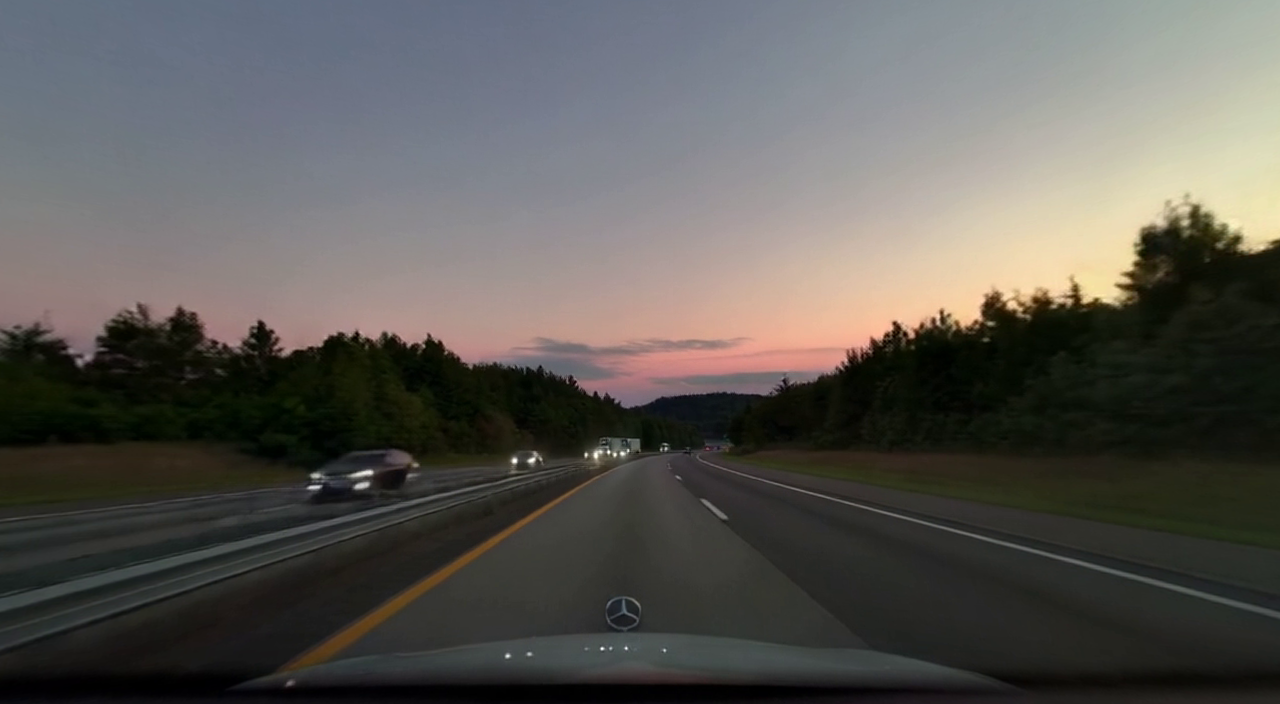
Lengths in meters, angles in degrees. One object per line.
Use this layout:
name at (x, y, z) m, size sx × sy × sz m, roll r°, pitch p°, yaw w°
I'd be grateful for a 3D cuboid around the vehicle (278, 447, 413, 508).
vehicle at (-9.100, 3.870, 20.027) m, size 1.956 × 1.670 × 4.696 m, roll 0°, pitch -9°, yaw 1°
